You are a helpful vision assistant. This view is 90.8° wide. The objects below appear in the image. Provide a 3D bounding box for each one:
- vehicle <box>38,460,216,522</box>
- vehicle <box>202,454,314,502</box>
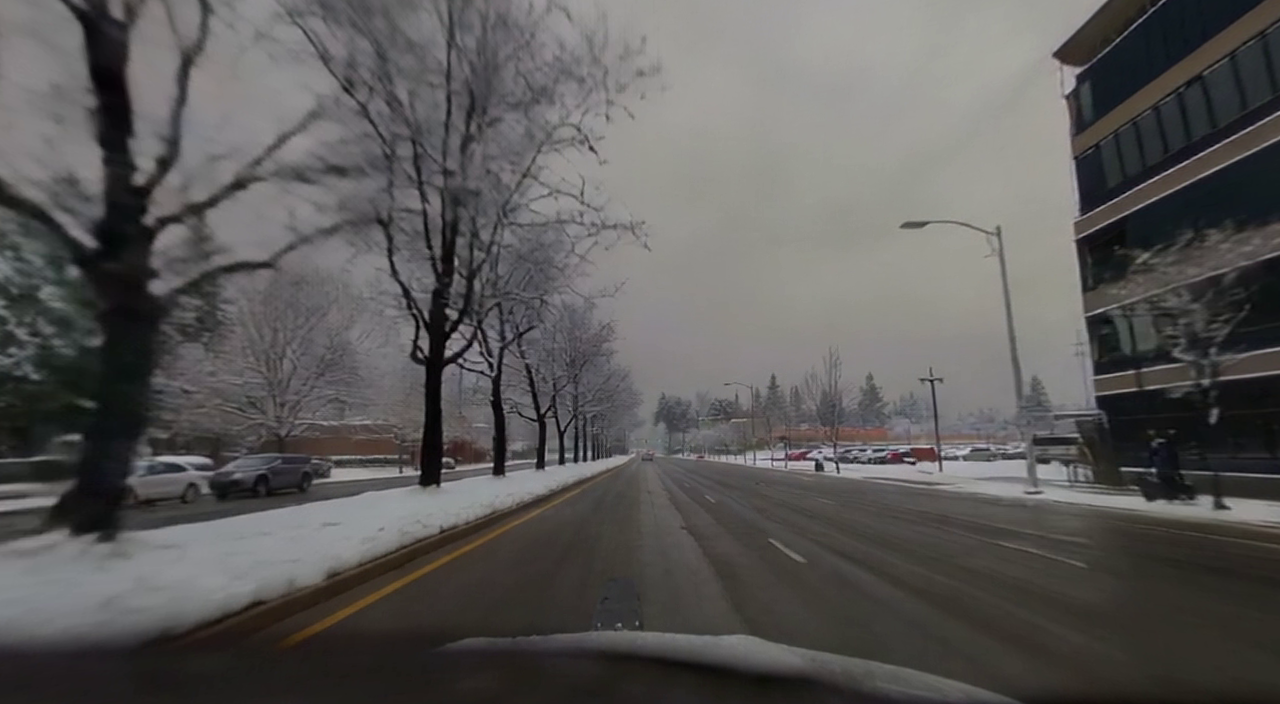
[{"bbox_3d":[-16.594,4.469,20.845,1.944,1.669,4.613,0,-9,1],"label":"vehicle"},{"bbox_3d":[-16.842,5.533,28.196,1.993,1.887,4.722,0,-9,1],"label":"vehicle"}]
